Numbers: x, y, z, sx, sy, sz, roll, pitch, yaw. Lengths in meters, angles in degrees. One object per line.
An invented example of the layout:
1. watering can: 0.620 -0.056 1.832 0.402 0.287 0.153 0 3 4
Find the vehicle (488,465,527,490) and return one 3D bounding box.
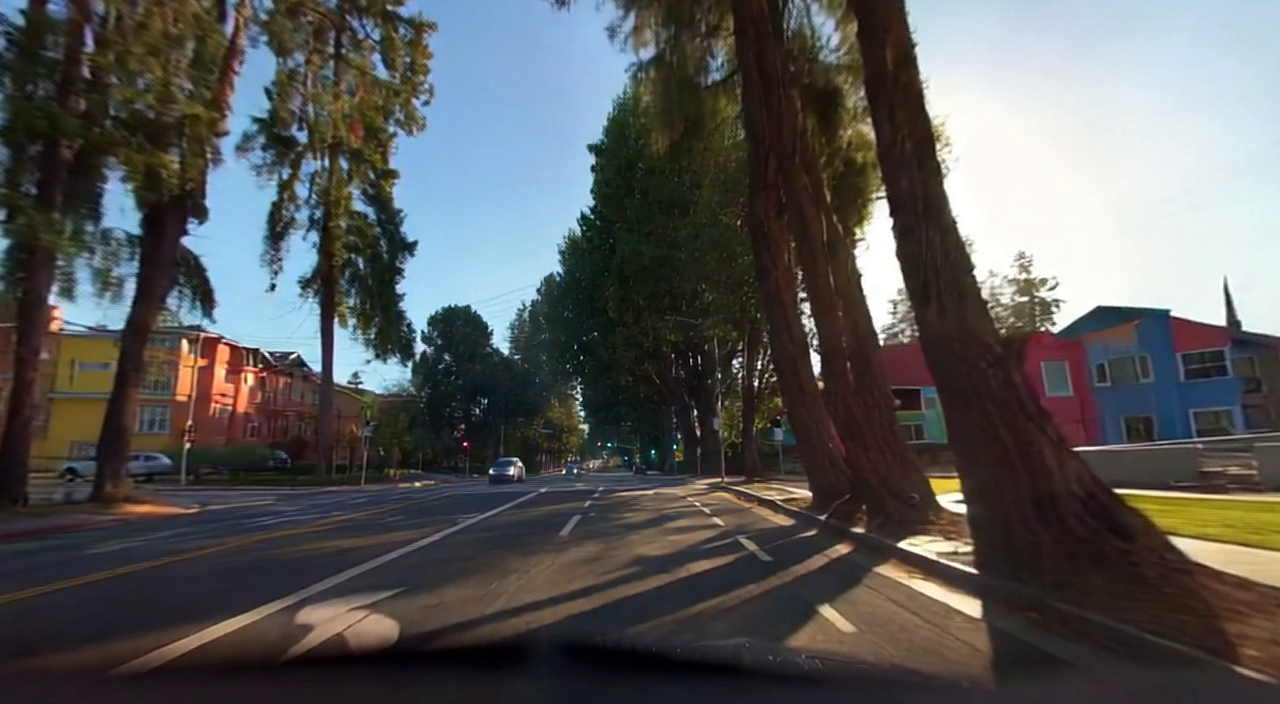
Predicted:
1. vehicle: -9.598 9.118 46.010 1.977 1.633 4.528 0 -8 -1
